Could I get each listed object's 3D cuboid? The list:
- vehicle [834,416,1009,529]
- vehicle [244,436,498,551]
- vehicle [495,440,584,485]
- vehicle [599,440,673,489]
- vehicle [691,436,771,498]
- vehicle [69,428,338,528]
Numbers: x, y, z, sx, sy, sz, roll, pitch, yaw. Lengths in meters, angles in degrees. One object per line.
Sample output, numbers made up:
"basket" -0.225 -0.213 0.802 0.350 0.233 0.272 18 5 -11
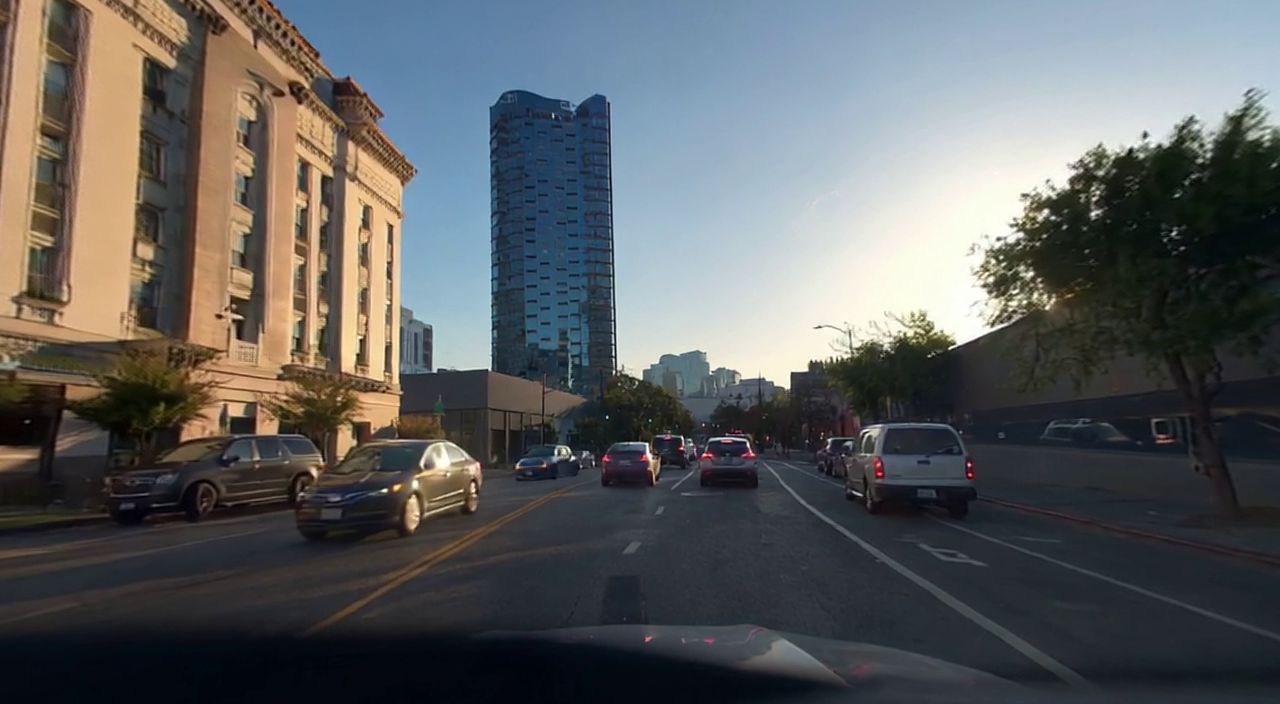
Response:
"vehicle" 5.200 2.255 12.424 2.088 1.775 4.454 -2 -9 10
"vehicle" -4.062 2.196 10.635 2.028 1.478 4.682 0 -8 3
"vehicle" -3.741 4.215 24.407 2.086 1.565 4.281 -1 -9 10
"vehicle" -0.032 3.676 20.966 2.031 1.461 3.763 -1 -8 6
"vehicle" 2.623 3.199 17.971 1.982 1.510 4.144 -1 -8 9
"vehicle" -9.469 2.737 14.425 2.070 1.854 4.985 -1 -8 9
